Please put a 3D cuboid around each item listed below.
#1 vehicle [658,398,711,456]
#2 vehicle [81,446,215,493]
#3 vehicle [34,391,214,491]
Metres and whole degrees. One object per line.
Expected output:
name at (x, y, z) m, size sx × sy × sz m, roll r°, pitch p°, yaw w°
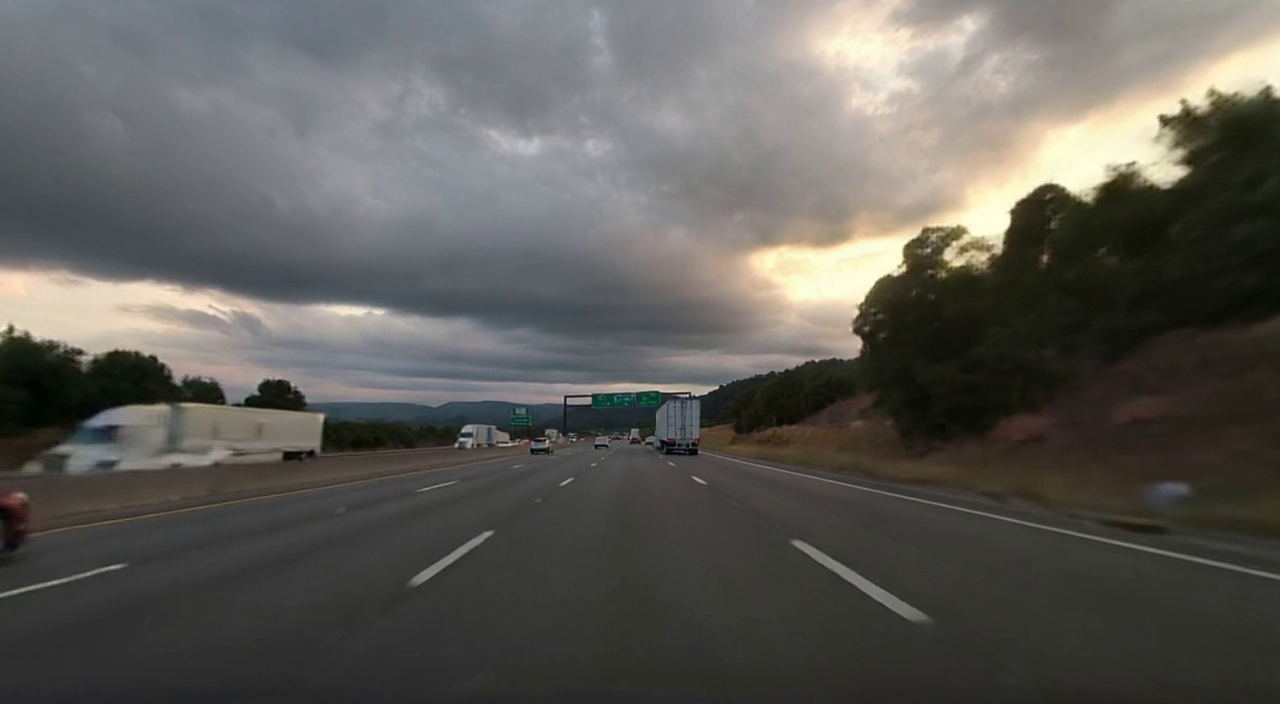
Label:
vehicle at (3.059, 5.633, 46.906) m, size 2.760 × 3.710 × 12.230 m, roll 0°, pitch -7°, yaw -1°
vehicle at (-18.404, 4.382, 23.834) m, size 1.904 × 1.528 × 3.893 m, roll 0°, pitch -8°, yaw -1°
vehicle at (-23.175, 4.032, 28.852) m, size 3.013 × 4.037 × 6.006 m, roll 0°, pitch -8°, yaw -1°
